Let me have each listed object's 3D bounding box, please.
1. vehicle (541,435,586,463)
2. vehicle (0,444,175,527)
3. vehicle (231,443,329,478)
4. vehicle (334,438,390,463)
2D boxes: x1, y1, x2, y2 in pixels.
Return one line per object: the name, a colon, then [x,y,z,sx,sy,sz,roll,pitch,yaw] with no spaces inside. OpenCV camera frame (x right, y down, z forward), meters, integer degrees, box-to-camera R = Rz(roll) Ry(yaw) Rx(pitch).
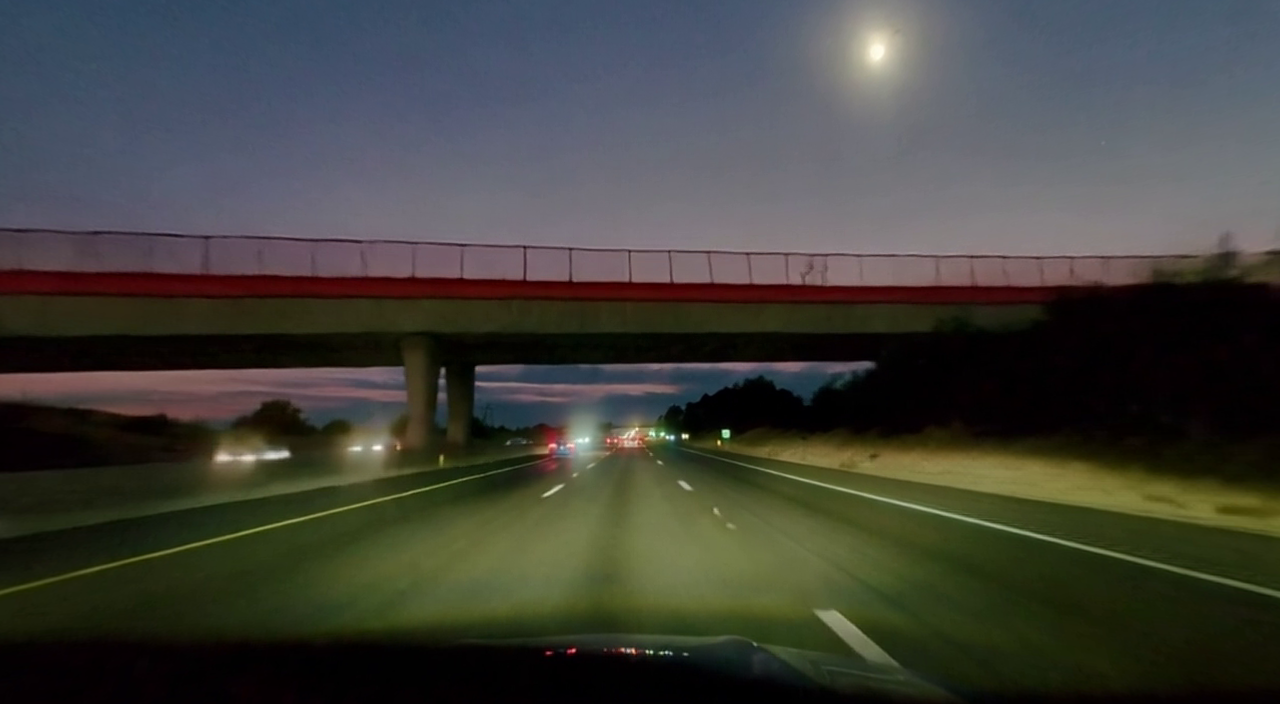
vehicle: [-4.393,5.640,36.845,2.074,1.535,4.437,0,-8,0]
vehicle: [-12.677,2.724,13.438,1.970,1.473,4.699,0,-8,-1]
vehicle: [-16.535,4.967,29.258,1.831,1.427,4.610,0,-8,0]
vehicle: [-20.055,7.127,45.710,1.970,1.703,4.636,0,-8,-1]
